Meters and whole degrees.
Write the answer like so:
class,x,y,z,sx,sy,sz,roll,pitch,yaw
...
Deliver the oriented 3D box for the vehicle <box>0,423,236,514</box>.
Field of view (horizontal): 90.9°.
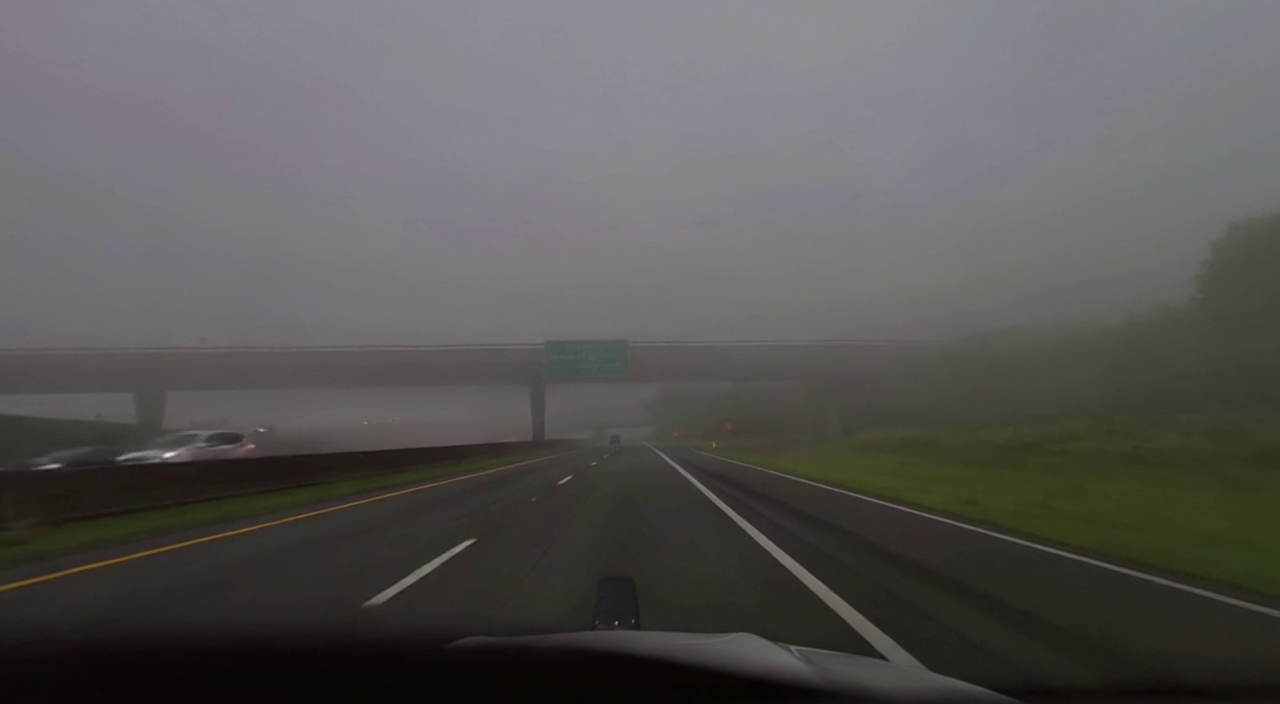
class,x,y,z,sx,sy,sz,roll,pitch,yaw
vehicle,-11.896,2.576,14.537,2.179,1.752,4.402,0,-8,0
